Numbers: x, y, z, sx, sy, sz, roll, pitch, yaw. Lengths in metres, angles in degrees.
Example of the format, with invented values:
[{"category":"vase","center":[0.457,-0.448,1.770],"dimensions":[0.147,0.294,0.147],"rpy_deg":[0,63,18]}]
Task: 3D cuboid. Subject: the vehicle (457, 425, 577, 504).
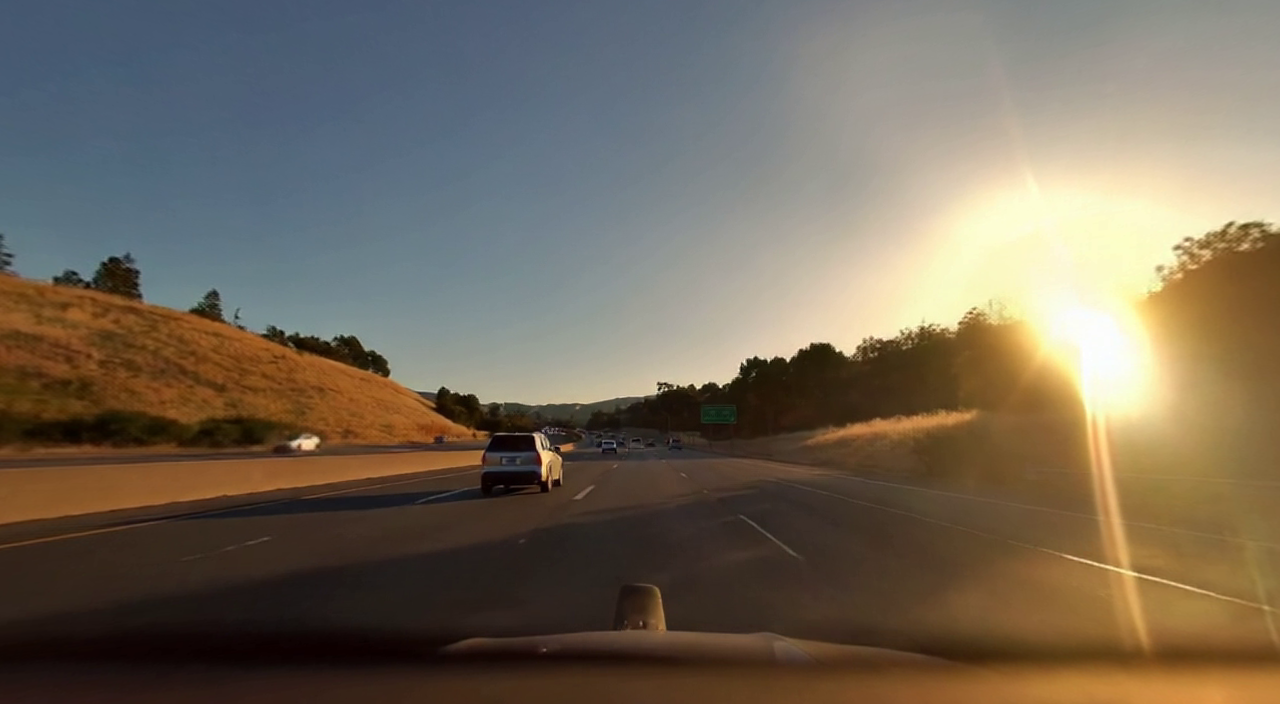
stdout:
[{"category":"vehicle","center":[-3.165,3.033,17.421],"dimensions":[2.218,1.848,4.789],"rpy_deg":[0,-9,2]}]
